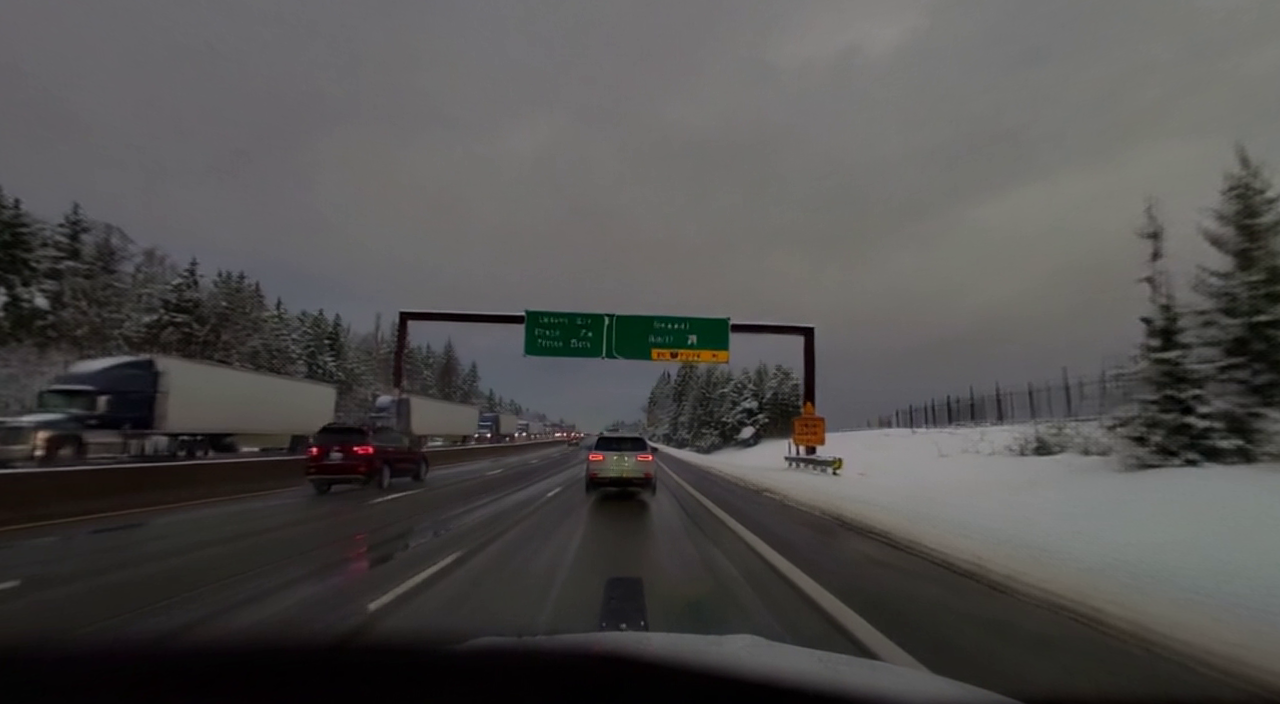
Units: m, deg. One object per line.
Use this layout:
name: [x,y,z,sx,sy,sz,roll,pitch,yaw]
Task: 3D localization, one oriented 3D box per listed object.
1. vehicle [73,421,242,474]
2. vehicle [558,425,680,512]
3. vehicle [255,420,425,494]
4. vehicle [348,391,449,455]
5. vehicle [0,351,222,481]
vehicle: [-14.901,2.981,19.796,1.865,1.476,4.348,0,-8,0]
vehicle: [-0.368,2.361,13.299,2.127,1.497,4.445,0,-8,0]
vehicle: [-7.633,2.719,16.656,2.325,1.663,4.426,0,-8,0]
vehicle: [-15.280,4.730,40.790,3.034,3.627,9.026,0,-8,0]
vehicle: [-19.003,2.444,22.814,2.695,3.963,7.031,0,-8,-1]
